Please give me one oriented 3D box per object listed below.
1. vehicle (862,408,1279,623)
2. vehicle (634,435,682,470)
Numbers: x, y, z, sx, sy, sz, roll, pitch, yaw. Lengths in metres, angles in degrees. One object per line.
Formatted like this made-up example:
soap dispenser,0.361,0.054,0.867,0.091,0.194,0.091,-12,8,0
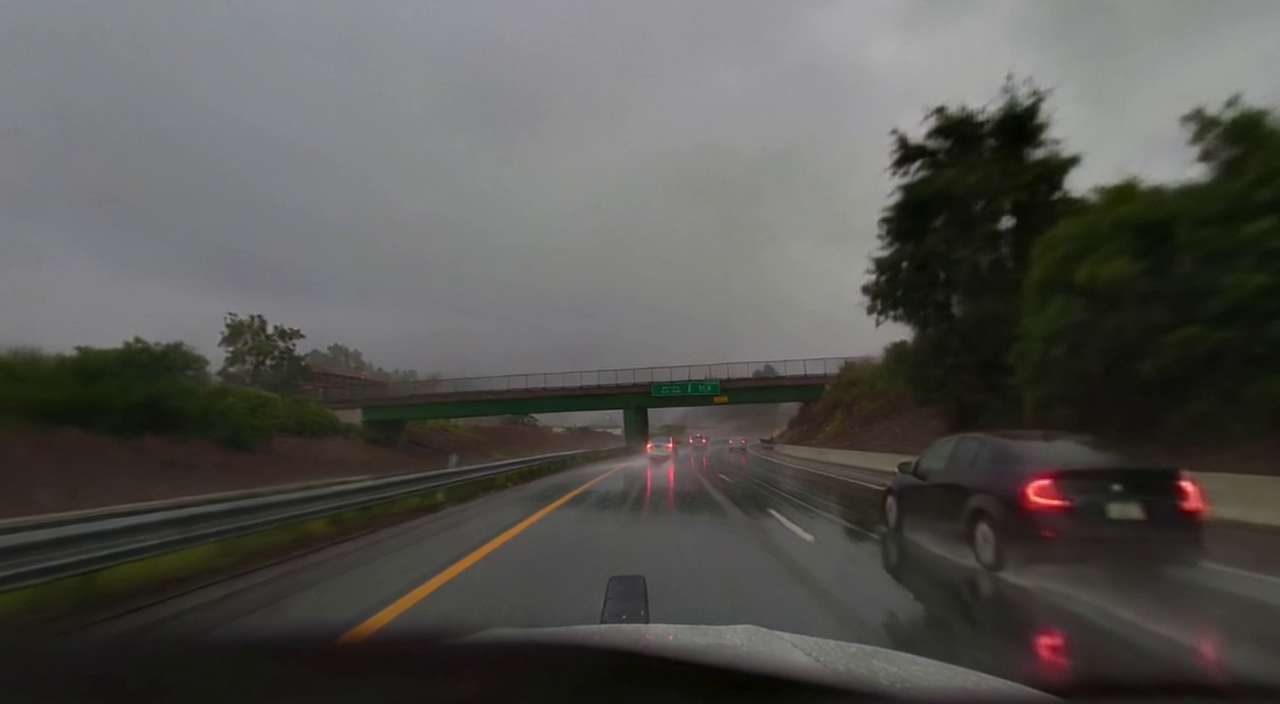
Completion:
vehicle,4.216,1.474,6.712,2.163,1.489,4.470,0,-8,2
vehicle,0.840,4.474,28.208,1.993,1.461,3.812,-1,-8,3
